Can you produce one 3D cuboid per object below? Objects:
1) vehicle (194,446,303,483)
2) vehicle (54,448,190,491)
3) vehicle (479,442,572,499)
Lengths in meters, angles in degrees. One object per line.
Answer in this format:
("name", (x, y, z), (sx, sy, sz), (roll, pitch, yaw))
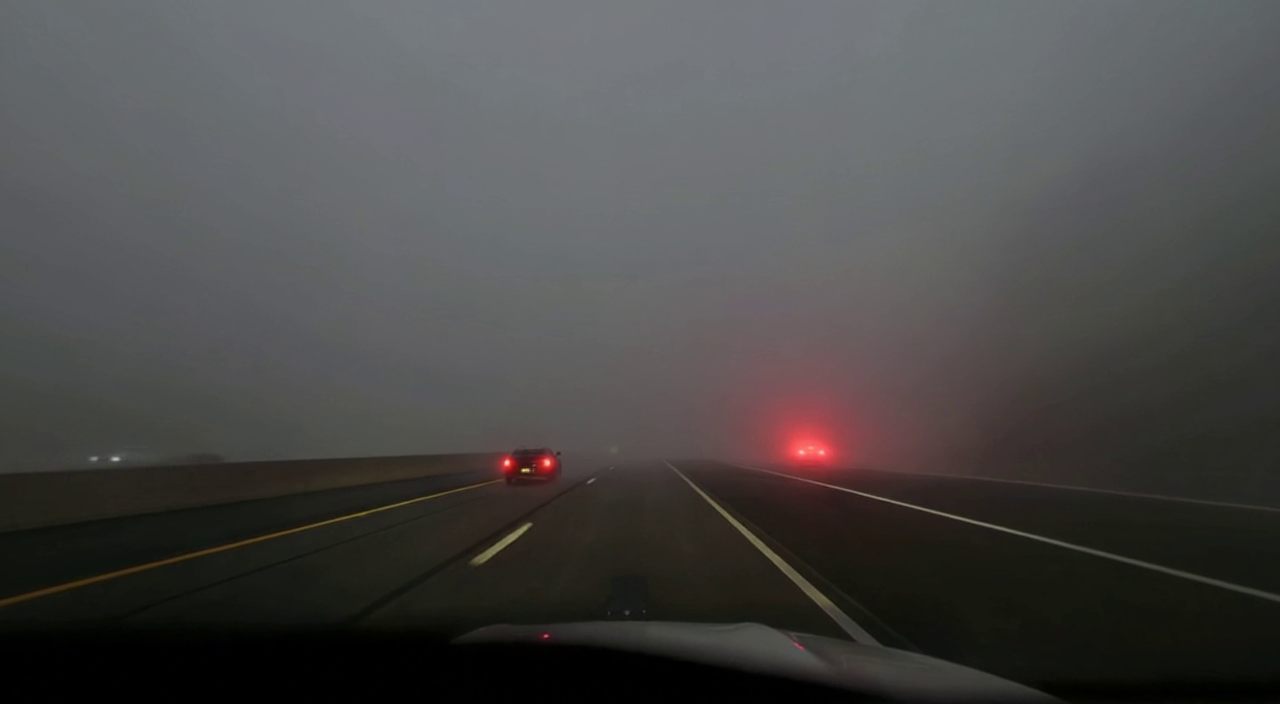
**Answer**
("vehicle", (-17.902, 5.123, 29.140), (1.967, 1.548, 4.652), (0, -8, 1))
("vehicle", (-21.991, 4.979, 27.070), (1.919, 1.636, 4.540), (0, -8, 1))
("vehicle", (-3.305, 3.484, 18.958), (1.968, 1.504, 3.892), (0, -8, 1))
